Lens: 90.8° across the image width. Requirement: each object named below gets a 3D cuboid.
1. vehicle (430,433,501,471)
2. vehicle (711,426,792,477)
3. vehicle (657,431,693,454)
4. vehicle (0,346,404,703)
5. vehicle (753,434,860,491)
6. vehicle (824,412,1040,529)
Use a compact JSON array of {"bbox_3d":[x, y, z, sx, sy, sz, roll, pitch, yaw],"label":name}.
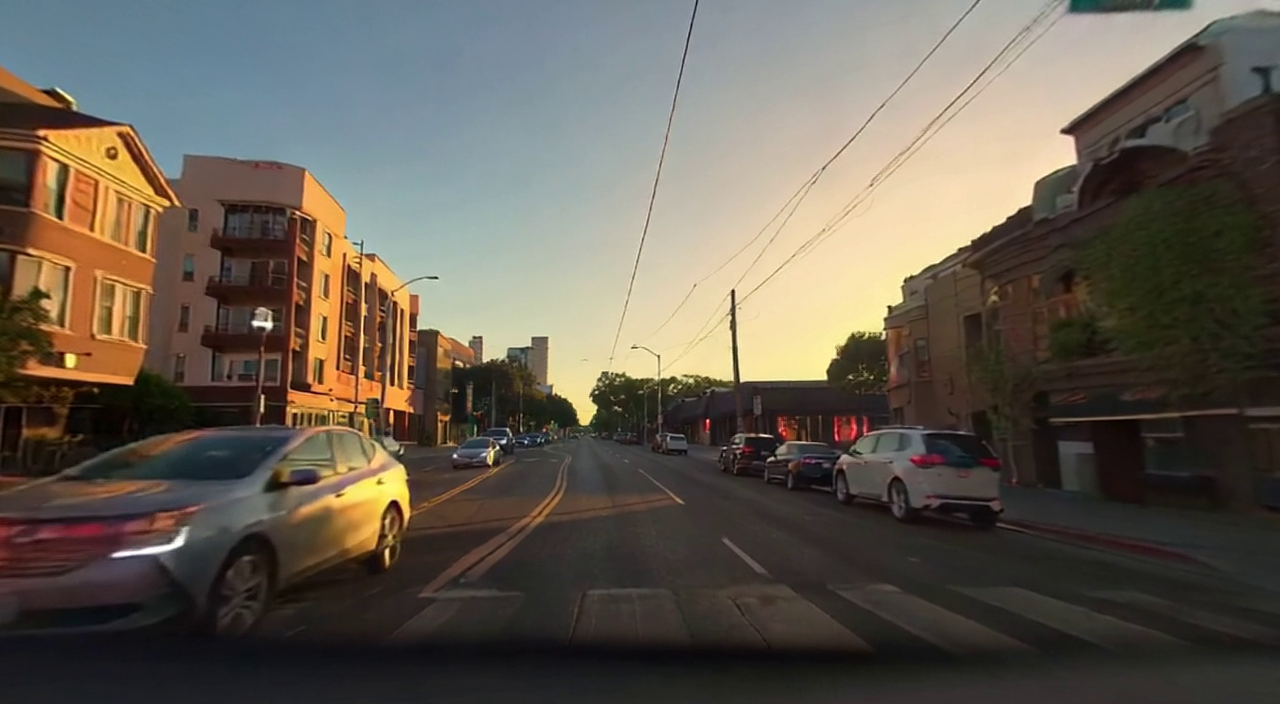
[{"bbox_3d":[-7.402,4.271,27.231,2.095,1.493,4.216,0,-8,-4],"label":"vehicle"},{"bbox_3d":[4.336,3.967,25.545,2.059,1.804,5.182,0,-8,-4],"label":"vehicle"},{"bbox_3d":[2.497,6.570,46.161,1.957,1.572,4.418,1,-8,-5],"label":"vehicle"},{"bbox_3d":[-3.357,1.077,3.820,2.129,1.744,4.568,0,-8,-1],"label":"vehicle"},{"bbox_3d":[4.967,3.324,19.472,1.915,1.569,4.117,1,-8,-4],"label":"vehicle"},{"bbox_3d":[5.611,2.316,13.030,1.945,1.931,4.778,0,-8,-3],"label":"vehicle"}]
